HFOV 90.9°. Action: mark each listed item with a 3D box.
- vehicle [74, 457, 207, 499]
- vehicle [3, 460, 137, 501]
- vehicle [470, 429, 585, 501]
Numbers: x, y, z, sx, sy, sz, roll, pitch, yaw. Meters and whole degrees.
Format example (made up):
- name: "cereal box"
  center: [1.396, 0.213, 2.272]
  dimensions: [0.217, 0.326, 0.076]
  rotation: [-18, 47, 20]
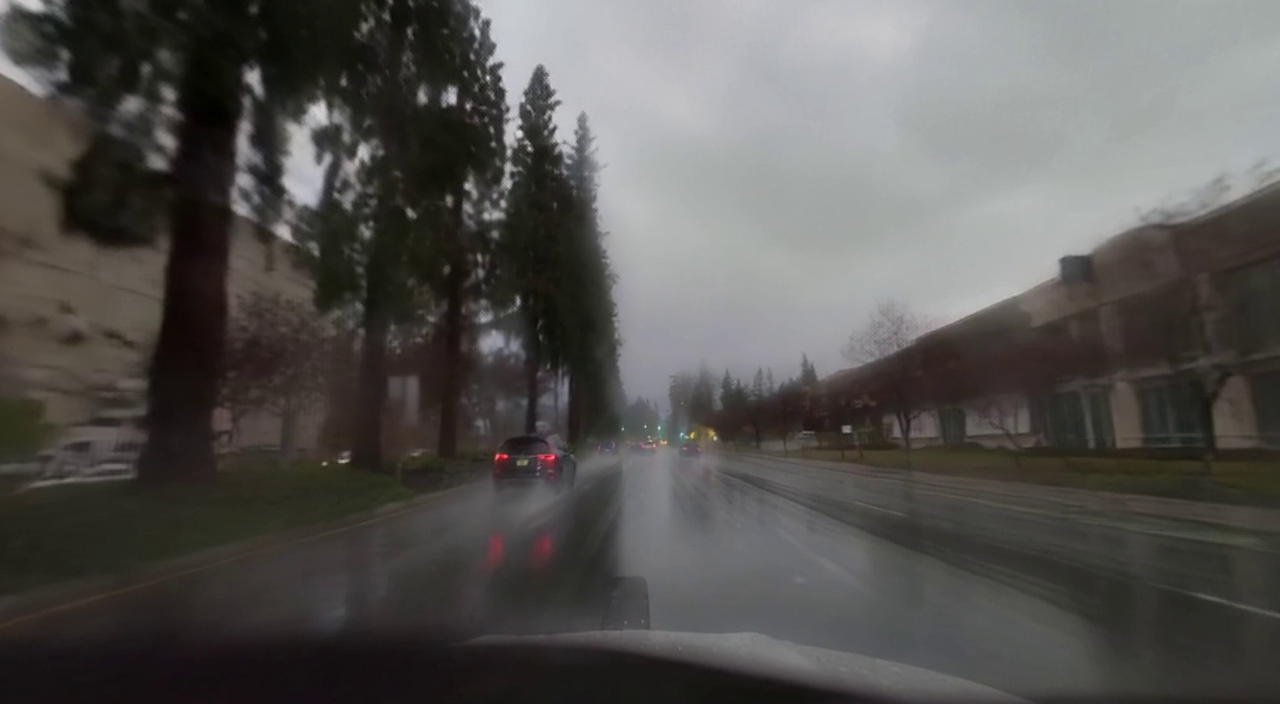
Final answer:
- name: "vehicle"
  center: [-20.725, 5.230, 26.459]
  dimensions: [1.817, 1.495, 4.540]
  rotation: [0, -8, 1]
- name: "vehicle"
  center: [-24.508, 5.524, 27.343]
  dimensions: [1.825, 1.498, 4.308]
  rotation: [0, -8, -1]
- name: "vehicle"
  center: [-2.814, 2.972, 17.001]
  dimensions: [2.121, 1.656, 4.559]
  rotation: [0, -8, 2]
